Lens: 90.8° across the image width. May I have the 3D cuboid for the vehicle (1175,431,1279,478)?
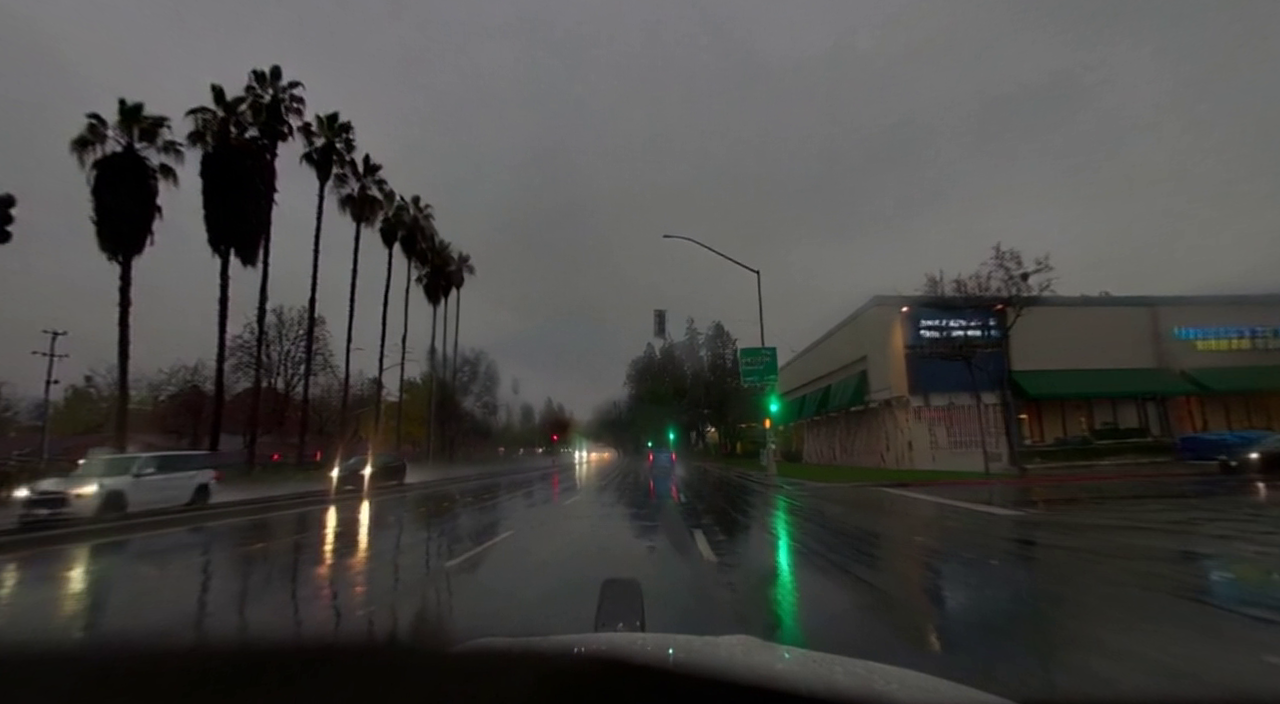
[{"bbox_3d":[21.399,3.485,21.556,2.046,1.481,4.936,0,-8,2],"label":"vehicle"}]

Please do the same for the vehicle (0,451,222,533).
[{"bbox_3d":[-12.368,3.109,14.751,2.027,1.534,4.779,0,-8,-2],"label":"vehicle"}]

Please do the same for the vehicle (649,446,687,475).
[{"bbox_3d":[1.599,6.442,37.811,1.969,1.555,4.431,0,-8,-1],"label":"vehicle"}]

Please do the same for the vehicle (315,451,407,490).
[{"bbox_3d":[-11.726,4.974,26.883,2.033,1.494,4.048,0,-8,0],"label":"vehicle"}]
